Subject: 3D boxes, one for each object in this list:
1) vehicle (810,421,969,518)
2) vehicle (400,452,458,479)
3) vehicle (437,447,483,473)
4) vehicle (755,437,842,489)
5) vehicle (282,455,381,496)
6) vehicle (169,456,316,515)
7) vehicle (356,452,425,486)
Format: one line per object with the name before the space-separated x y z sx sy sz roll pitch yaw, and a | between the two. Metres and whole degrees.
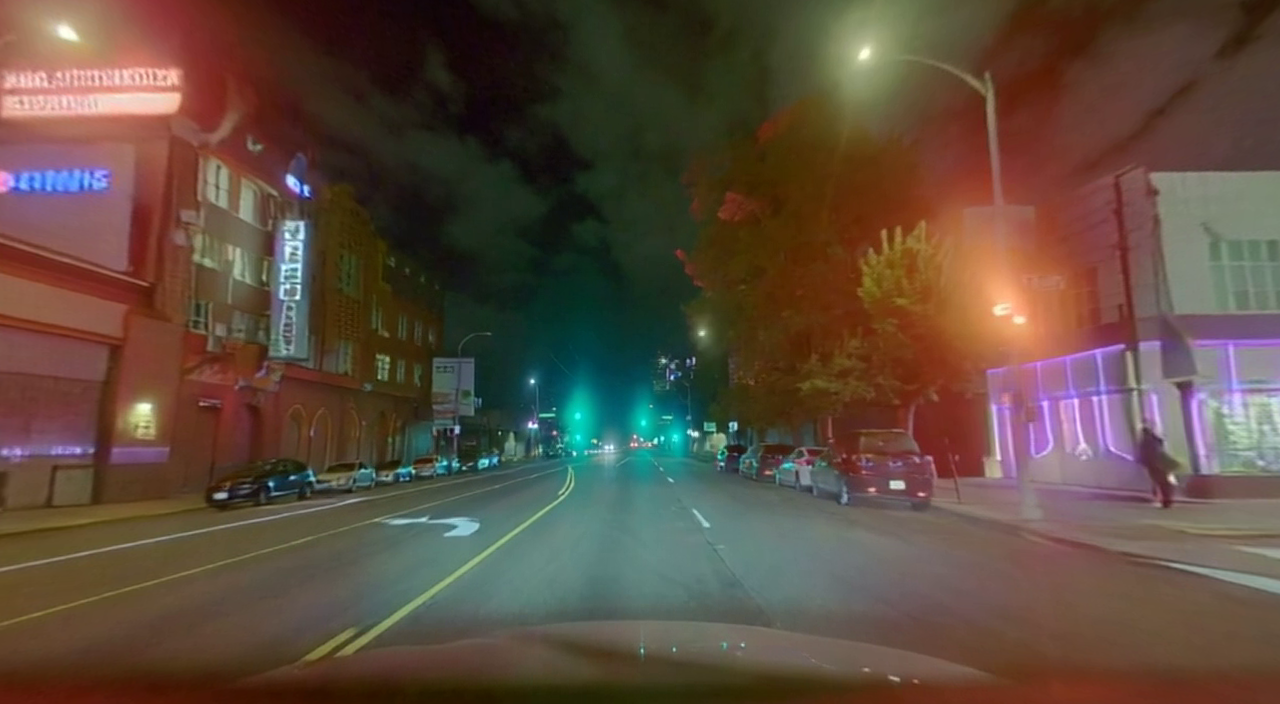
vehicle | 5.846 2.806 15.507 2.010 1.943 4.319 -2 -9 -1
vehicle | -12.594 6.805 38.006 1.868 1.418 4.415 -2 -9 1
vehicle | -12.098 7.301 42.779 1.834 1.643 4.110 0 -9 1
vehicle | 5.902 4.177 24.110 1.991 1.771 4.604 0 -9 -2
vehicle | -12.678 5.064 26.326 1.927 1.489 4.572 0 -9 -2
vehicle | -12.092 4.042 19.598 1.804 1.533 4.121 0 -8 1
vehicle | -12.591 5.905 32.158 1.800 1.532 4.110 0 -8 0
